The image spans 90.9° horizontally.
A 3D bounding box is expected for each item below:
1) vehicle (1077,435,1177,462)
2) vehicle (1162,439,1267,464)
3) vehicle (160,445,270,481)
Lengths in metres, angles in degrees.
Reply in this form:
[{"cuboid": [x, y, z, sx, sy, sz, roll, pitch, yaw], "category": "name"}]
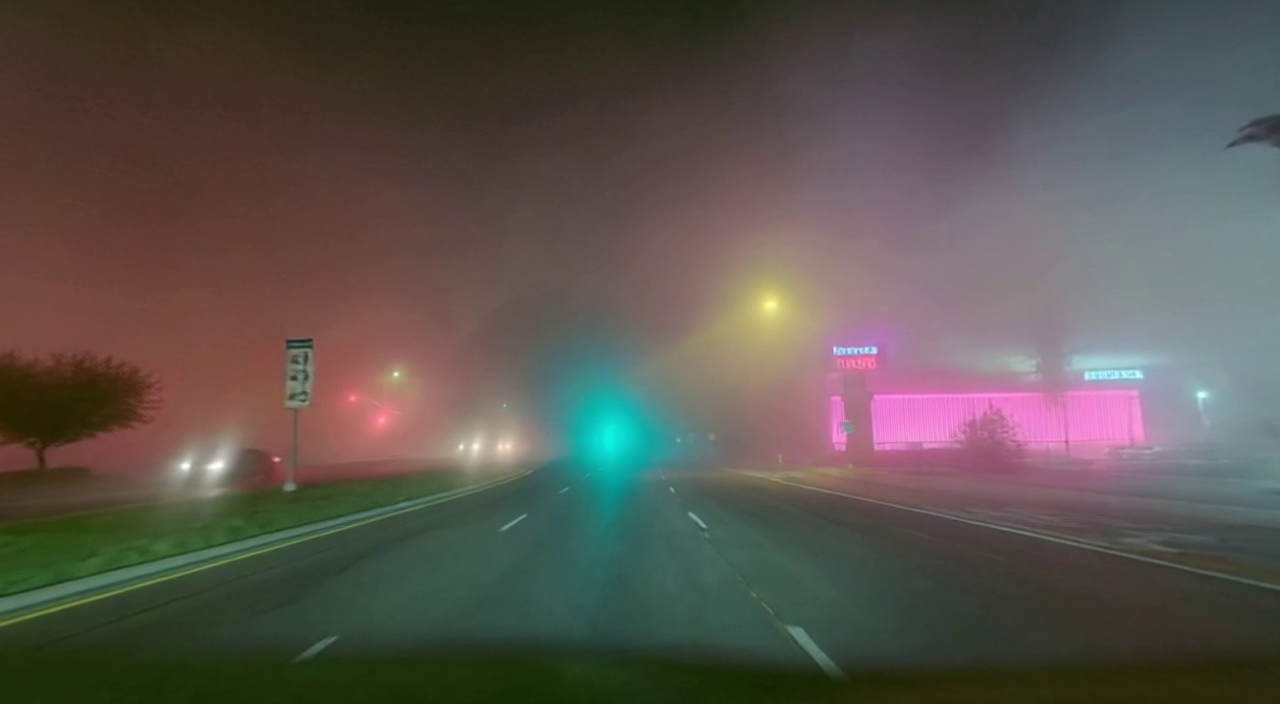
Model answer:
[{"cuboid": [36.187, 7.158, 46.977, 5.218, 1.927, 2.387, -1, -9, 10], "category": "vehicle"}, {"cuboid": [36.391, 6.301, 40.017, 4.569, 1.493, 1.740, -1, -9, 11], "category": "vehicle"}, {"cuboid": [-18.805, 4.884, 28.178, 1.859, 1.443, 4.466, 0, -8, -1], "category": "vehicle"}]
